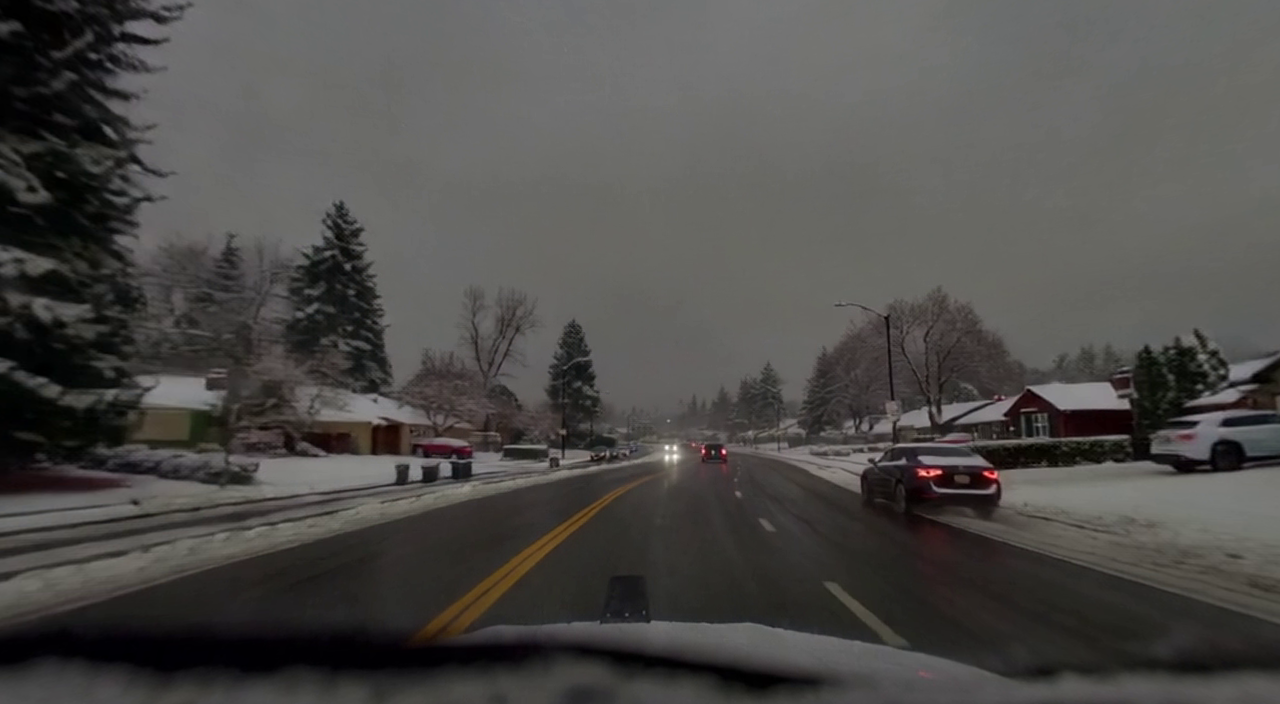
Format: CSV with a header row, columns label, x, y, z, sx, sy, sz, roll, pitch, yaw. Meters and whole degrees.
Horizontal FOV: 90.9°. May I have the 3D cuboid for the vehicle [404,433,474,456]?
label,x,y,z,sx,sy,sz,roll,pitch,yaw
vehicle,-14.528,6.707,45.622,4.377,1.570,1.871,-1,-9,7

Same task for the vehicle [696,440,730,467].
label,x,y,z,sx,sy,sz,roll,pitch,yaw
vehicle,4.871,6.744,42.047,2.106,1.667,4.367,-1,-9,7

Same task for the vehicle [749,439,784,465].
label,x,y,z,sx,sy,sz,roll,pitch,yaw
vehicle,9.861,7.823,49.392,2.059,1.924,4.257,-1,-9,4

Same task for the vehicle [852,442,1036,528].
label,x,y,z,sx,sy,sz,roll,pitch,yaw
vehicle,6.148,2.701,13.442,1.934,1.506,4.282,0,-8,3
